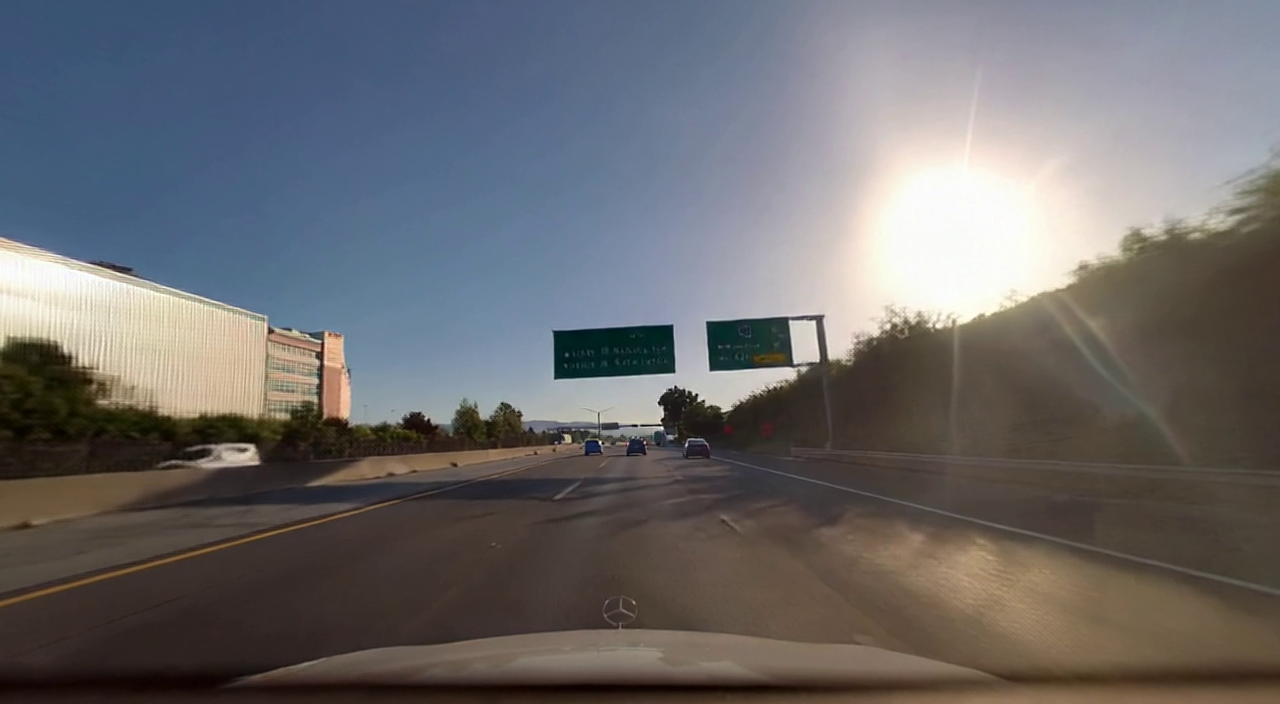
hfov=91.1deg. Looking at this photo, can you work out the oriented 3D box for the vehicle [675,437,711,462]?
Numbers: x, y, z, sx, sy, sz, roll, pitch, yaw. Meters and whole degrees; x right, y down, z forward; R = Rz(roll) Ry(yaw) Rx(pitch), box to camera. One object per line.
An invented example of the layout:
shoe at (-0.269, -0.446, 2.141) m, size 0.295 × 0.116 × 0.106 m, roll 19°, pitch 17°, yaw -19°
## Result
vehicle at (3.467, 6.393, 41.440) m, size 1.992 × 1.532 × 3.996 m, roll 0°, pitch -8°, yaw 0°
